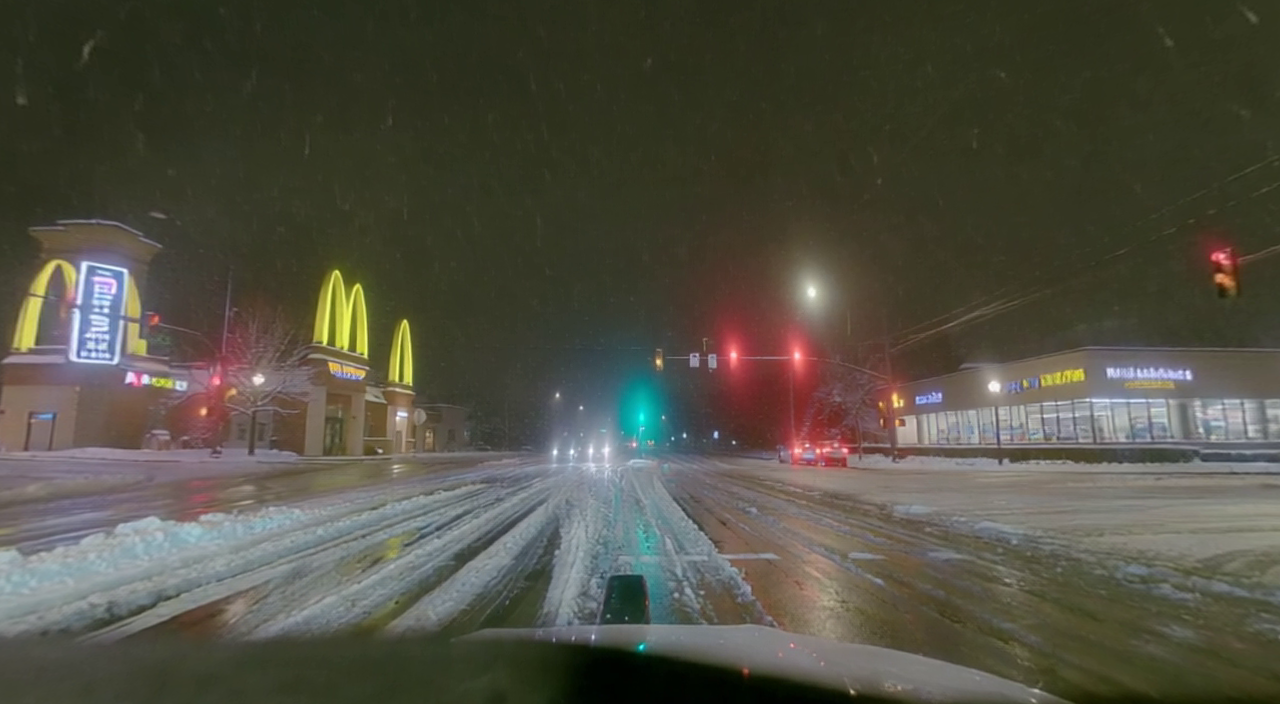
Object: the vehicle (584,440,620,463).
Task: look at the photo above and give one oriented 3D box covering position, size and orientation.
[{"bbox_3d":[-2.512,6.699,42.491,2.104,1.468,4.195,0,-8,1],"label":"vehicle"}]
